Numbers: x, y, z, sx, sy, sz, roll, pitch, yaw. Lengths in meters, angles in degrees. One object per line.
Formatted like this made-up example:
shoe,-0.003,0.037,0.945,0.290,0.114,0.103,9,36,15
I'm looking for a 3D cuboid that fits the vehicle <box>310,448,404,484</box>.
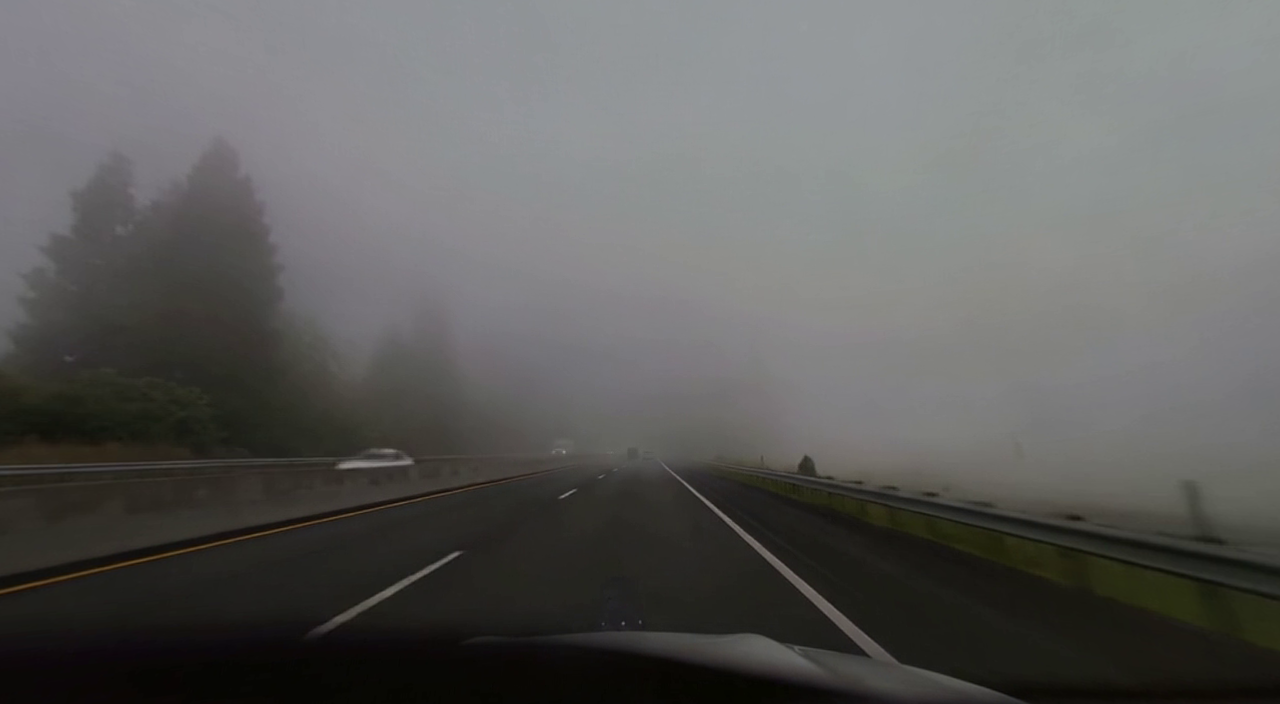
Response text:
vehicle,-12.381,5.009,27.963,1.989,1.456,4.561,0,-9,1
